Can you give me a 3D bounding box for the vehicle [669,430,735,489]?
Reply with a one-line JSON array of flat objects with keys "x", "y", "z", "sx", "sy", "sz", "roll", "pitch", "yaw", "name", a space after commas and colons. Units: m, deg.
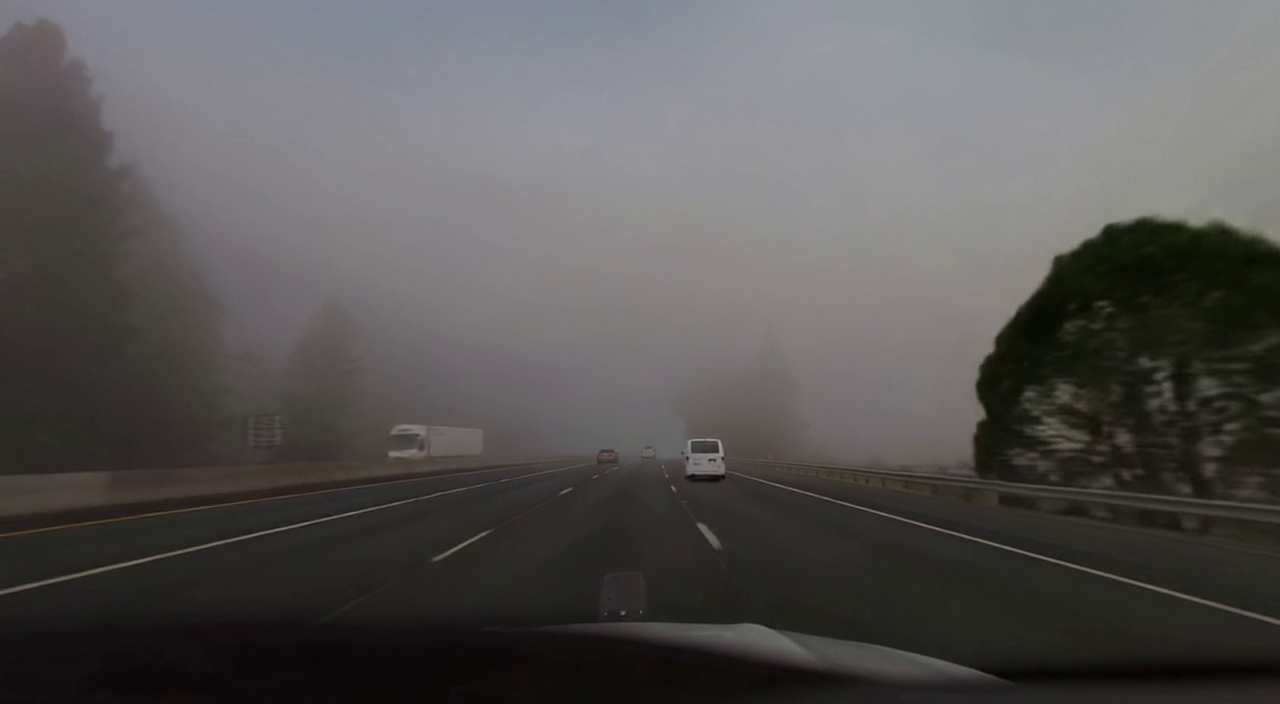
[{"x": 2.279, "y": 4.151, "z": 24.593, "sx": 2.219, "sy": 2.033, "sz": 4.911, "roll": -1, "pitch": -9, "yaw": 2, "name": "vehicle"}]
